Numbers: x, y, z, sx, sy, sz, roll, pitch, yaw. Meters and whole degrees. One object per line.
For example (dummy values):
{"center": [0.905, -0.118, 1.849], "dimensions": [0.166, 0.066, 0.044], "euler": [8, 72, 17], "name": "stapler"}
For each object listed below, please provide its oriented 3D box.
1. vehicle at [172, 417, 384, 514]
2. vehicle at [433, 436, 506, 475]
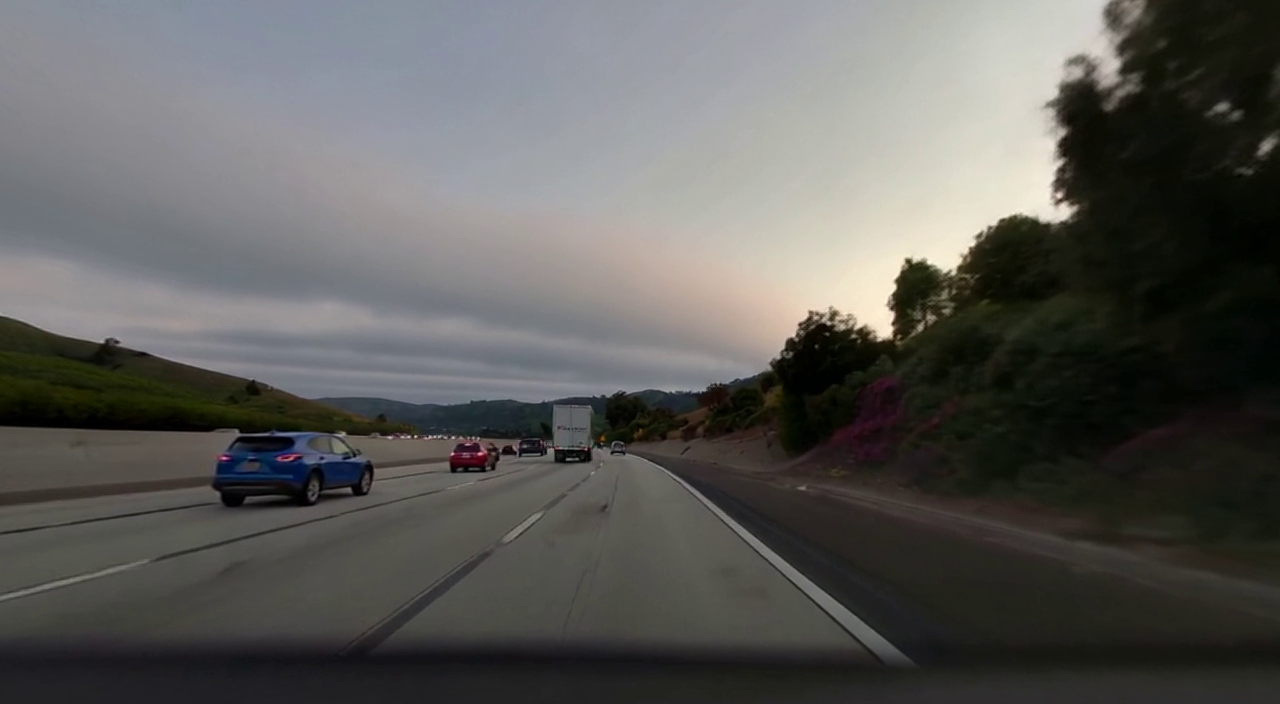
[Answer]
{"center": [-7.524, 2.410, 13.738], "dimensions": [2.081, 1.740, 4.268], "euler": [1, -9, -1], "name": "vehicle"}
{"center": [-7.792, 4.773, 29.285], "dimensions": [2.099, 1.644, 4.638], "euler": [1, -9, -1], "name": "vehicle"}
